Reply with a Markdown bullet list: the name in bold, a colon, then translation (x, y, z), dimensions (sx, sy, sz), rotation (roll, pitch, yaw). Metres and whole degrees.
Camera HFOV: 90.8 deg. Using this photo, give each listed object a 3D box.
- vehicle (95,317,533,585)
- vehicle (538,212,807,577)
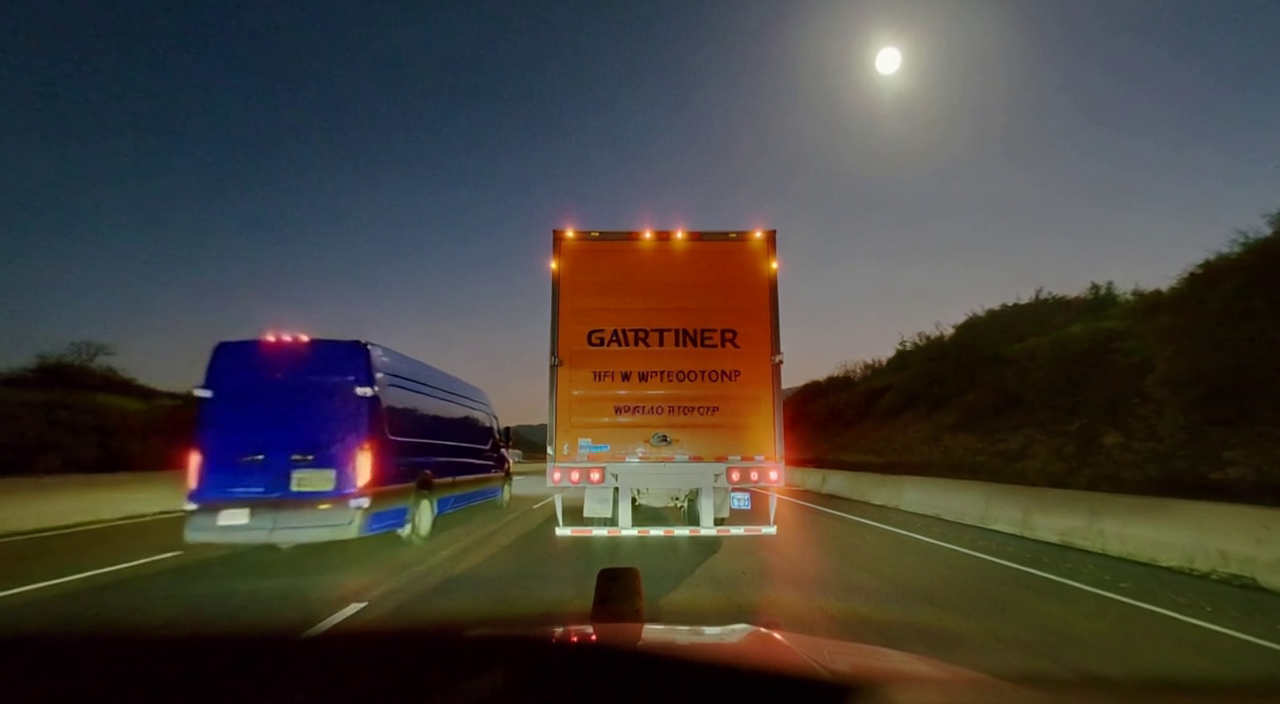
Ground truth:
- **vehicle**: translation (-4.400, 1.877, 12.212), dimensions (2.790, 2.893, 10.715), rotation (0, -9, 0)
- **vehicle**: translation (0.478, 1.215, 12.226), dimensions (2.853, 4.054, 10.557), rotation (0, -9, 2)
